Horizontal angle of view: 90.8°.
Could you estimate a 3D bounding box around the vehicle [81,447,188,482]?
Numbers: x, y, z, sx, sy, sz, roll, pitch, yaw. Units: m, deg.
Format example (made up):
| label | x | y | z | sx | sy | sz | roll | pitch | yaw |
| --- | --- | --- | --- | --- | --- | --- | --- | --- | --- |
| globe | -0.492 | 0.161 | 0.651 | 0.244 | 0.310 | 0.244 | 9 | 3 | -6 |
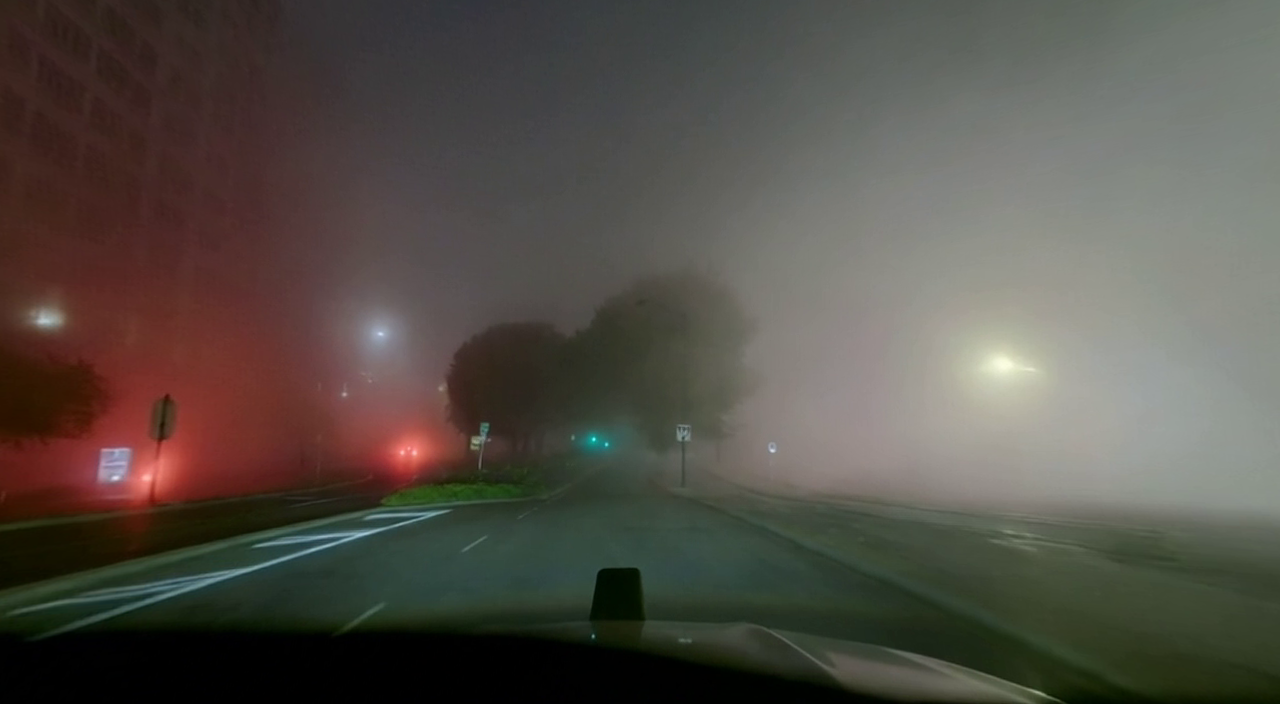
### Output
| label | x | y | z | sx | sy | sz | roll | pitch | yaw |
| --- | --- | --- | --- | --- | --- | --- | --- | --- | --- |
| vehicle | -27.668 | 6.102 | 34.613 | 4.473 | 1.778 | 2.125 | -2 | -9 | 14 |
